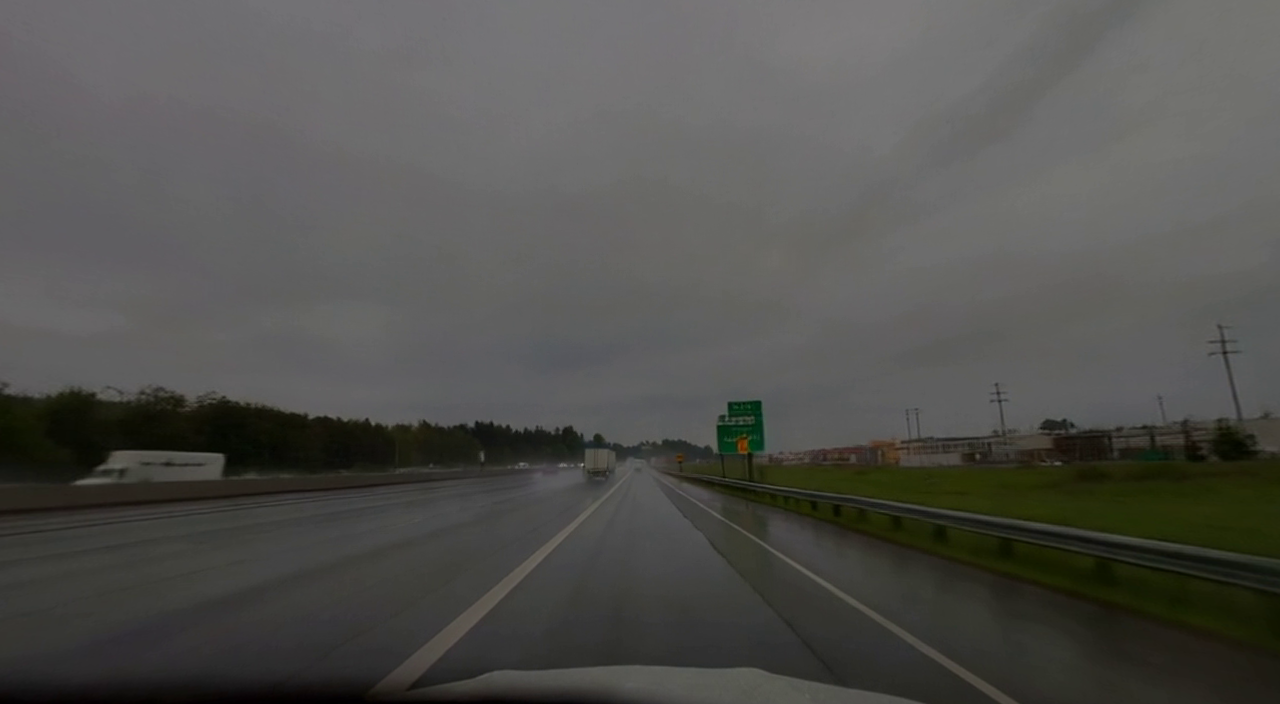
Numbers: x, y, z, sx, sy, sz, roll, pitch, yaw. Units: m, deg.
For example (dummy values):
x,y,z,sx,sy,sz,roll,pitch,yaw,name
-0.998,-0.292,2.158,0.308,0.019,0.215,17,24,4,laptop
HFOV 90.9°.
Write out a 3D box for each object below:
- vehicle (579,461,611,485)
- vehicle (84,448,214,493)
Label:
x,y,z,sx,sy,sz,roll,pitch,yaw,name
-3.243,8.910,46.302,2.092,1.642,3.895,1,-10,-1,vehicle
-33.149,8.050,42.996,2.779,2.751,7.408,1,-10,0,vehicle
